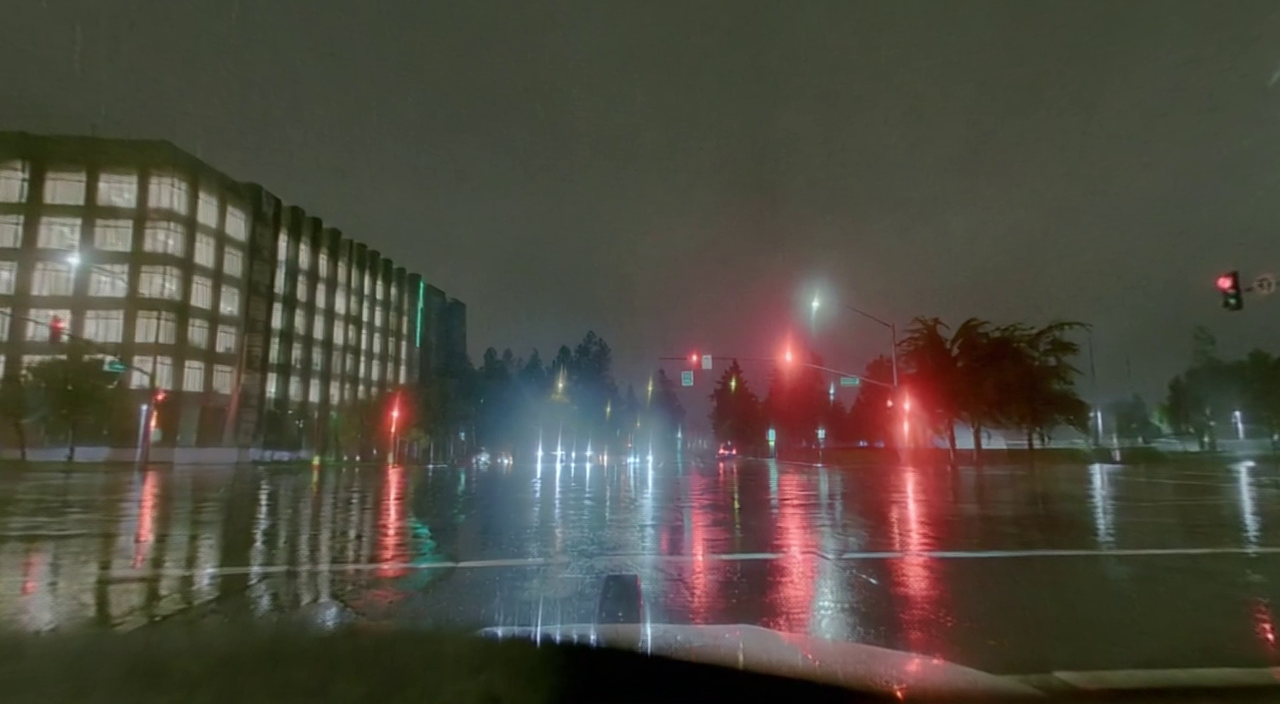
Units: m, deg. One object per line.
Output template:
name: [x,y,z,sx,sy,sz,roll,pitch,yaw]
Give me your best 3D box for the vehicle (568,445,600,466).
vehicle: [-4.338,8.130,49.752,2.130,1.613,4.121,0,-8,0]
